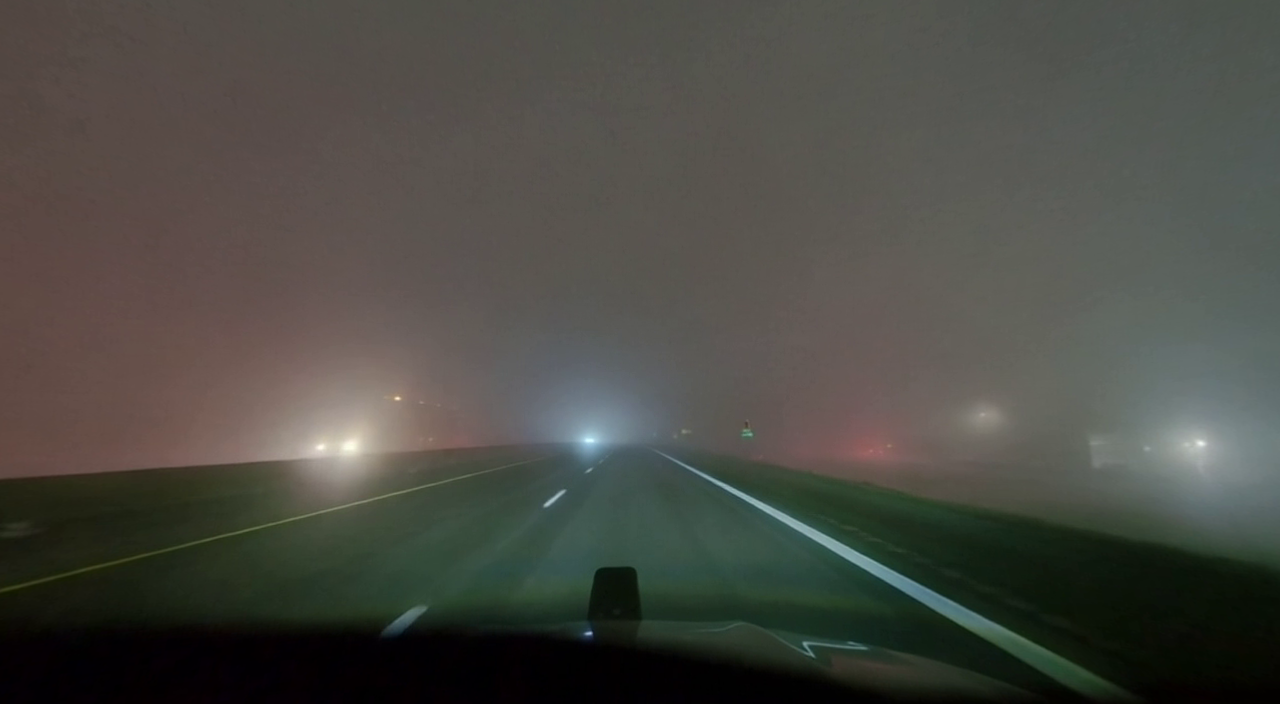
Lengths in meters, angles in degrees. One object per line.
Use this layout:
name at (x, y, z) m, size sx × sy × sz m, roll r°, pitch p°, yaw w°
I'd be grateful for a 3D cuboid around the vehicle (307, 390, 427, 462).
vehicle at (-17.465, 4.975, 41.481) m, size 3.032 × 4.098 × 11.458 m, roll 0°, pitch -8°, yaw -1°
